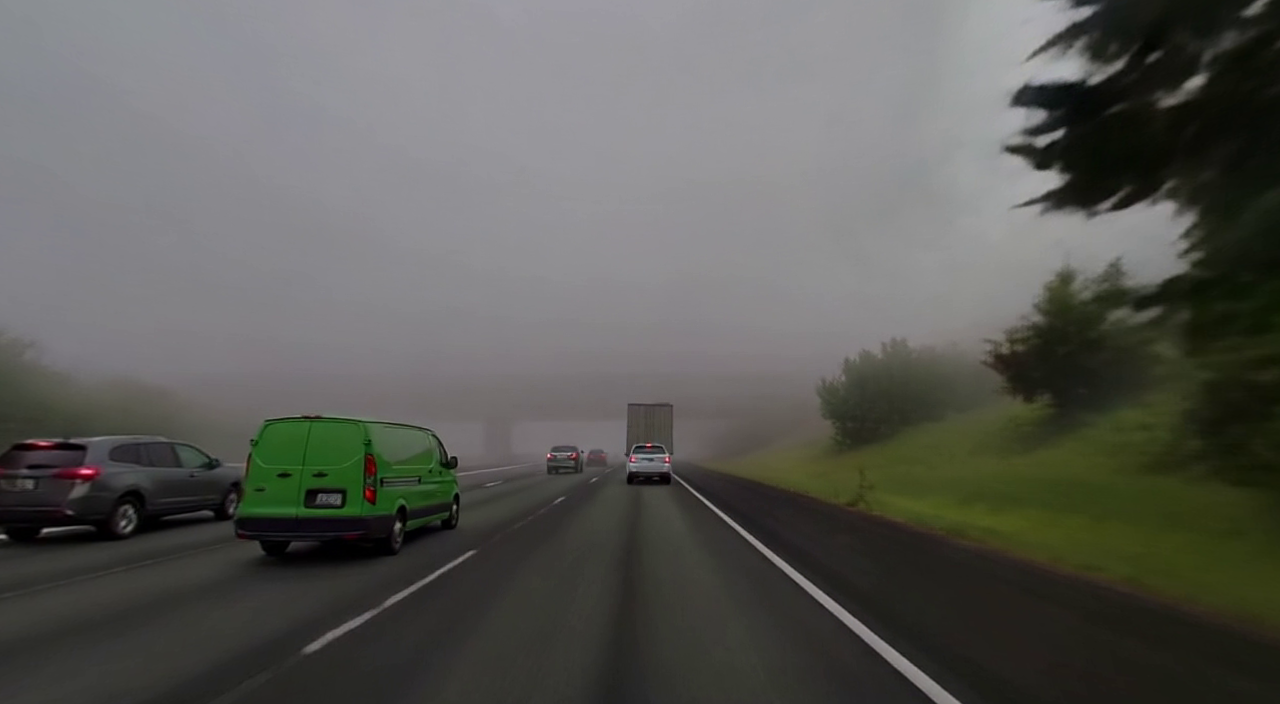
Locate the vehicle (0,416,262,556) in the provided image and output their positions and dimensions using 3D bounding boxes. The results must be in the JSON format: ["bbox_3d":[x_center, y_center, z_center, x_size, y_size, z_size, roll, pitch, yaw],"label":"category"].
[{"bbox_3d":[-8.294,1.961,9.814,2.093,1.675,4.233,0,-9,1],"label":"vehicle"}]

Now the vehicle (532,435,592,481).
[{"bbox_3d":[-3.389,4.716,28.190,2.068,1.862,4.234,0,-9,1],"label":"vehicle"}]

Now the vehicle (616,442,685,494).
[{"bbox_3d":[0.289,3.633,19.972,1.991,1.507,3.391,0,-9,0],"label":"vehicle"}]

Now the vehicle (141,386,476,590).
[{"bbox_3d":[-3.586,1.565,7.883,1.951,1.882,3.979,0,-9,0],"label":"vehicle"}]
